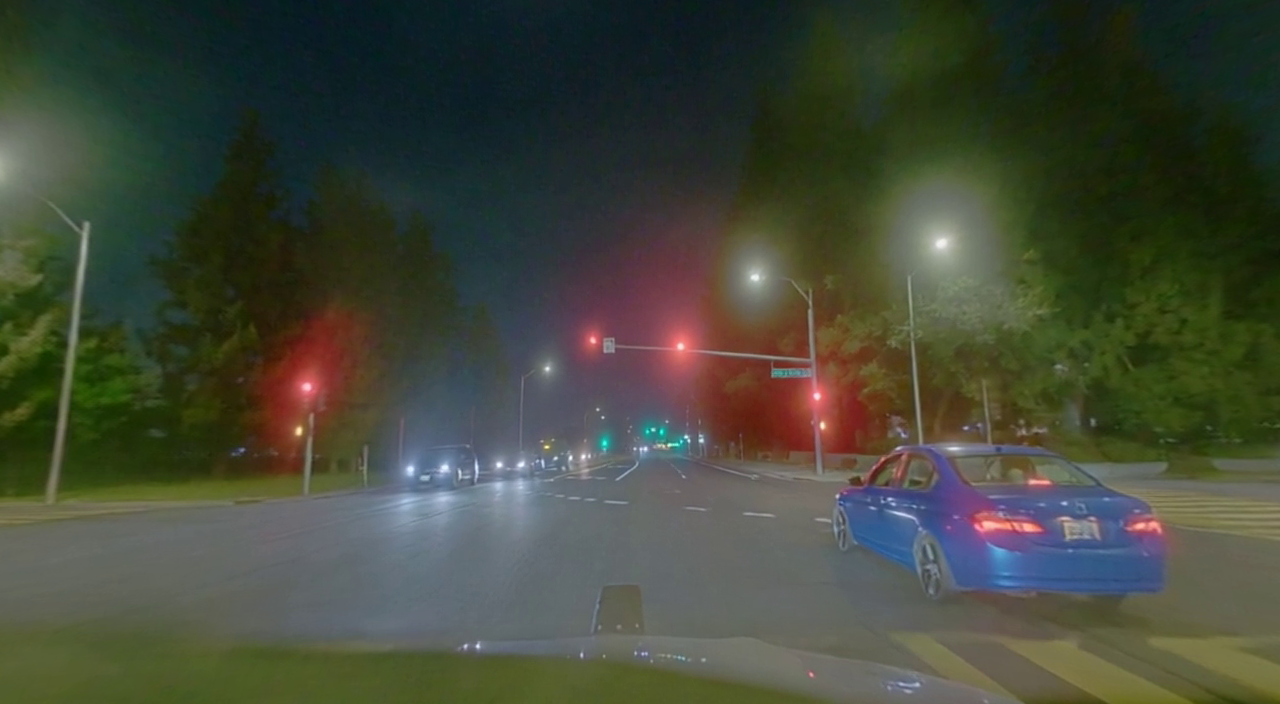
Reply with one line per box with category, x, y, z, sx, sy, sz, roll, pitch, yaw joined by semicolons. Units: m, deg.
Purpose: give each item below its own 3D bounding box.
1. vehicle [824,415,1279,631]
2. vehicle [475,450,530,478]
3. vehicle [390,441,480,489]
vehicle;3.828;1.618;7.133;2.129;1.581;4.780;0;-8;1
vehicle;-8.040;6.567;37.377;1.906;1.468;4.686;-1;-8;3
vehicle;-8.550;4.742;26.924;2.130;1.874;4.691;0;-8;2
